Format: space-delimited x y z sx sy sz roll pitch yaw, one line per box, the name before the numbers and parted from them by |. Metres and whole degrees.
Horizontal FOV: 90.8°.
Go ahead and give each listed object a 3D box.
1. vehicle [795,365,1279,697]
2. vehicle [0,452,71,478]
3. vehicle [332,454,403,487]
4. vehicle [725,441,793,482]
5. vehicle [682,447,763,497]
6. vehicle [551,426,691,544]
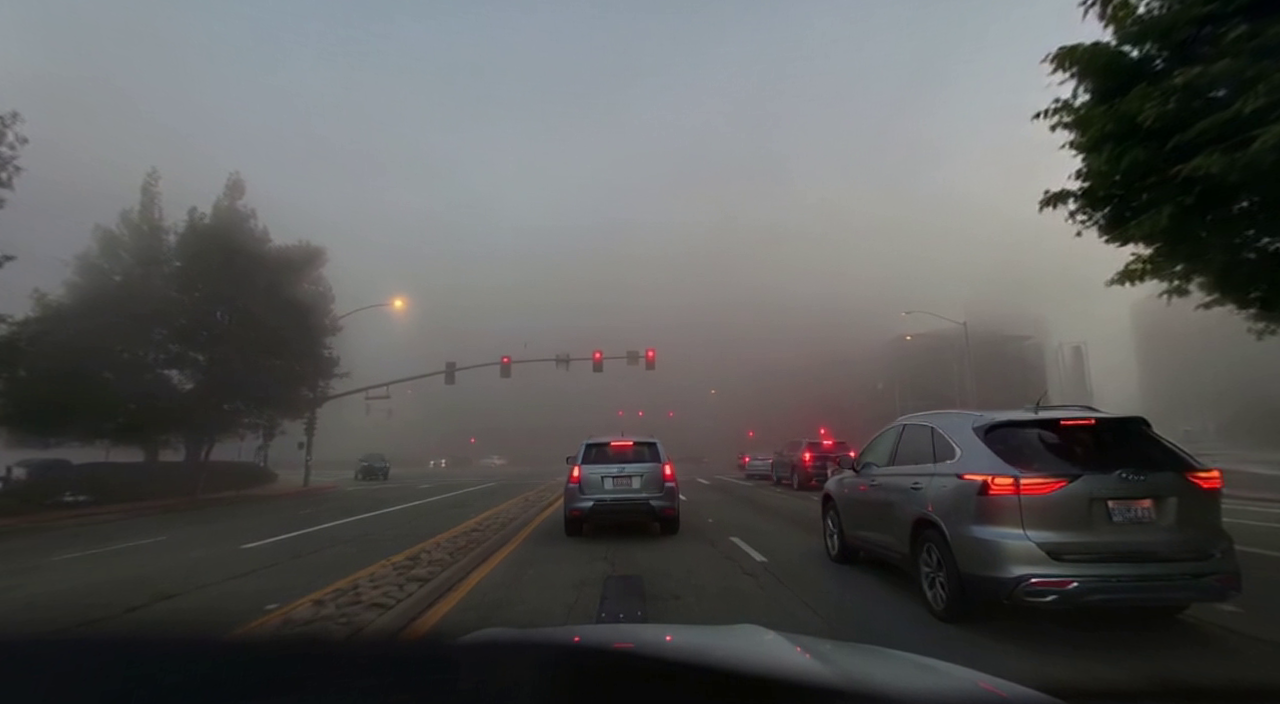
vehicle | 3.132 1.289 5.714 2.228 1.798 4.370 0 -9 -1
vehicle | -40.807 7.500 42.181 1.742 1.526 4.004 -1 -8 3
vehicle | -17.853 7.663 41.263 4.905 1.949 2.354 -8 -11 42
vehicle | 5.574 5.198 30.375 2.049 1.743 5.146 0 -9 -3
vehicle | 2.596 3.873 20.903 1.900 1.459 4.260 0 -9 -3
vehicle | -0.328 2.251 11.333 2.039 1.698 4.144 0 -9 -1
